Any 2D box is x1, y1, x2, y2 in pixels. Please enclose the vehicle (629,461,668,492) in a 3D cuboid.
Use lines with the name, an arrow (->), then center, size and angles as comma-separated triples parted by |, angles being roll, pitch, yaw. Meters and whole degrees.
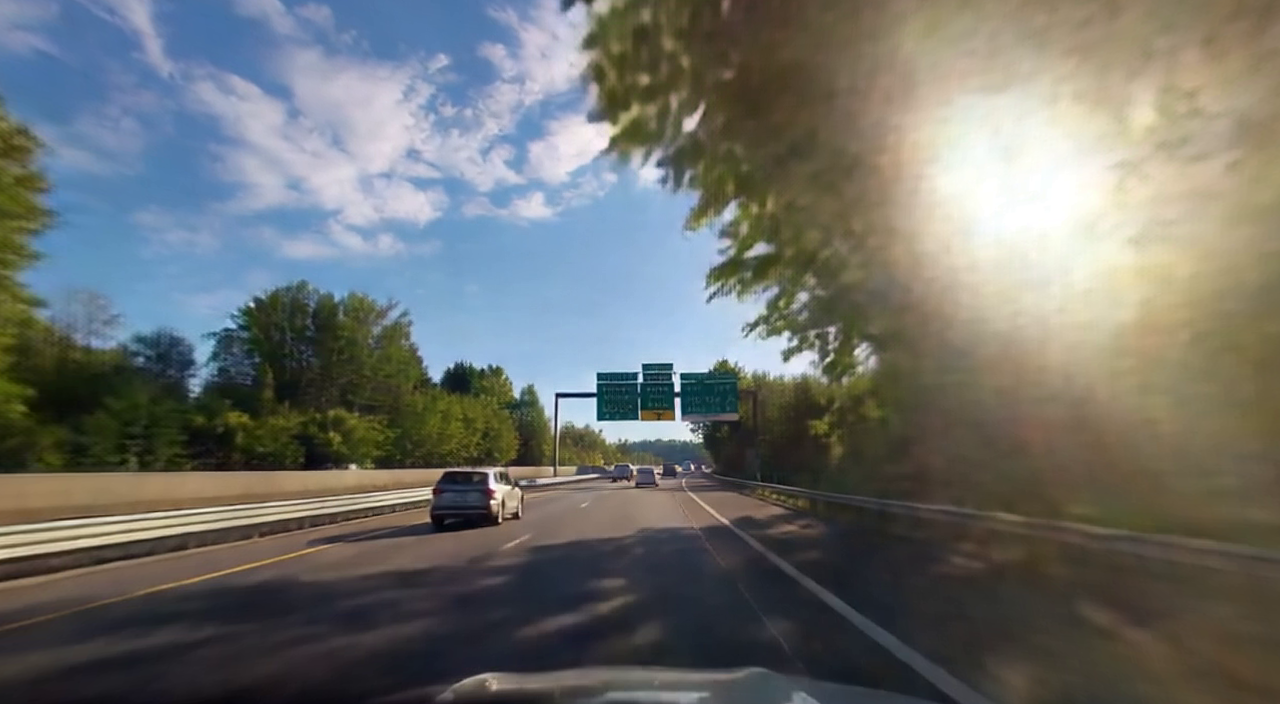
vehicle -> 0.552, 7.117, 36.113 | 2.000, 1.594, 3.996 | 1, -10, 3

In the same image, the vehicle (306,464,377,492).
vehicle -> -18.169, 7.669, 38.546 | 1.962, 1.525, 4.395 | 1, -10, 3

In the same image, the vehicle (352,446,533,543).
vehicle -> -3.710, 2.827, 12.958 | 2.063, 1.556, 4.740 | 1, -10, 1
